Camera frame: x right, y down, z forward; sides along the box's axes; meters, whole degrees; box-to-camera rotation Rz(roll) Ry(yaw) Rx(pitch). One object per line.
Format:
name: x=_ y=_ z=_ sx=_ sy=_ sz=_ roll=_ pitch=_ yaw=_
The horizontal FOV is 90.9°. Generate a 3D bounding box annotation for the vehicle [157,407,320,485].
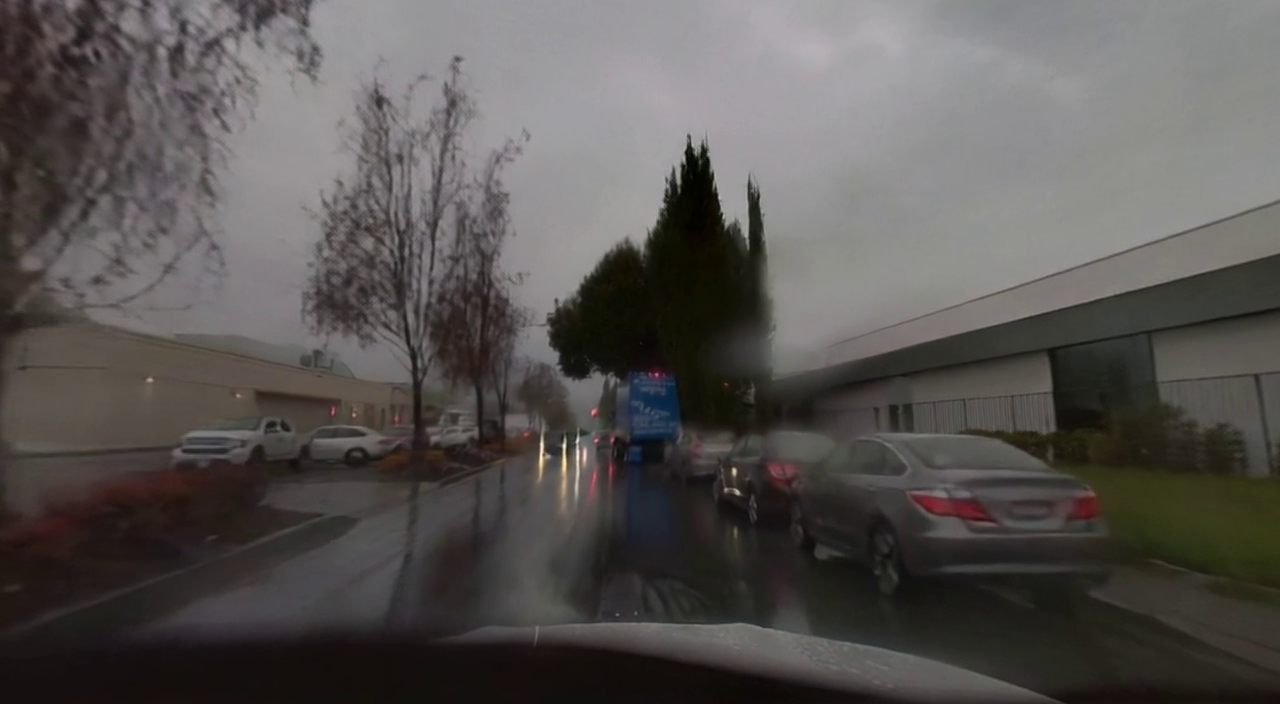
vehicle: x=-10.259 y=2.428 z=16.584 sx=1.996 sy=1.719 sz=4.382 roll=3 pitch=-8 yaw=-10

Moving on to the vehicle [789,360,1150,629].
vehicle: x=2.544 y=1.115 z=5.499 sx=1.686 sy=1.786 sz=2.276 roll=0 pitch=-8 yaw=-6

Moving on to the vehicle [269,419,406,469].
vehicle: x=-9.724 y=2.991 z=20.531 sx=3.569 sy=1.520 sz=1.797 roll=1 pitch=-7 yaw=-7

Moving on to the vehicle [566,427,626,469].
vehicle: x=-1.745 y=3.771 z=25.072 sx=2.160 sy=1.498 sz=3.909 roll=1 pitch=-7 yaw=-4

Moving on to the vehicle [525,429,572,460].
vehicle: x=-4.733 y=4.836 z=33.161 sx=1.989 sy=1.481 sz=4.008 roll=0 pitch=-7 yaw=-2

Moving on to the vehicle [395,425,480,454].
vehicle: x=-10.844 y=4.706 z=33.948 sx=4.015 sy=1.461 sz=1.903 roll=1 pitch=-7 yaw=-8

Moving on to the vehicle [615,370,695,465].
vehicle: x=0.379 y=3.773 z=34.595 sx=2.865 sy=4.113 sz=14.471 roll=1 pitch=-7 yaw=-5
